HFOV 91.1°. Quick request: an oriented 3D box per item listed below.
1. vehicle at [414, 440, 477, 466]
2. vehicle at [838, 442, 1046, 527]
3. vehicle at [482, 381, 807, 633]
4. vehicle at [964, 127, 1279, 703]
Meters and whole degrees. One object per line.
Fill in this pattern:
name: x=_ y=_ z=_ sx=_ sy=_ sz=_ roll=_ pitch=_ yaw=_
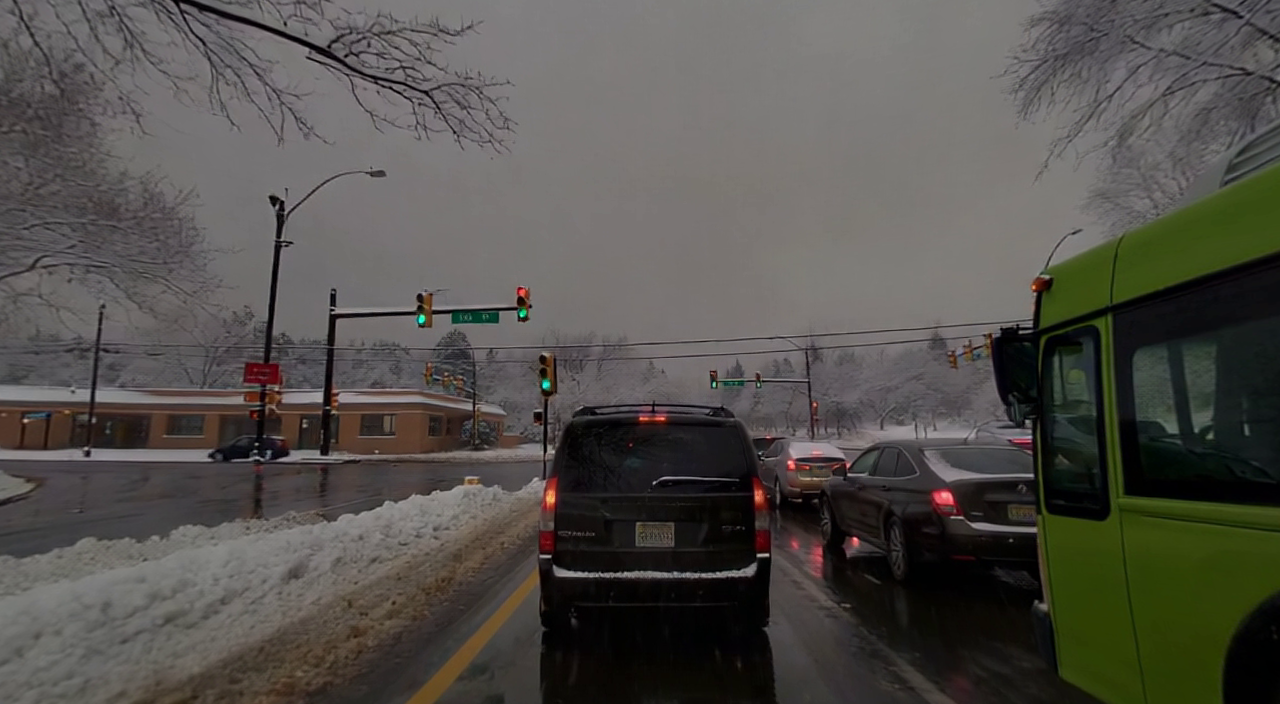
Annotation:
vehicle: x=-13.556 y=7.060 z=43.963 sx=1.924 sy=1.720 sz=4.097 roll=-4 pitch=-9 yaw=23
vehicle: x=5.967 y=2.637 z=13.222 sx=1.987 sy=1.457 sz=4.675 roll=0 pitch=-8 yaw=-1
vehicle: x=0.004 y=1.474 z=7.001 sx=2.381 sy=1.842 sz=4.603 roll=0 pitch=-8 yaw=-1
vehicle: x=2.609 y=0.316 z=0.421 sx=2.037 sy=2.065 sz=5.037 roll=0 pitch=-8 yaw=0
